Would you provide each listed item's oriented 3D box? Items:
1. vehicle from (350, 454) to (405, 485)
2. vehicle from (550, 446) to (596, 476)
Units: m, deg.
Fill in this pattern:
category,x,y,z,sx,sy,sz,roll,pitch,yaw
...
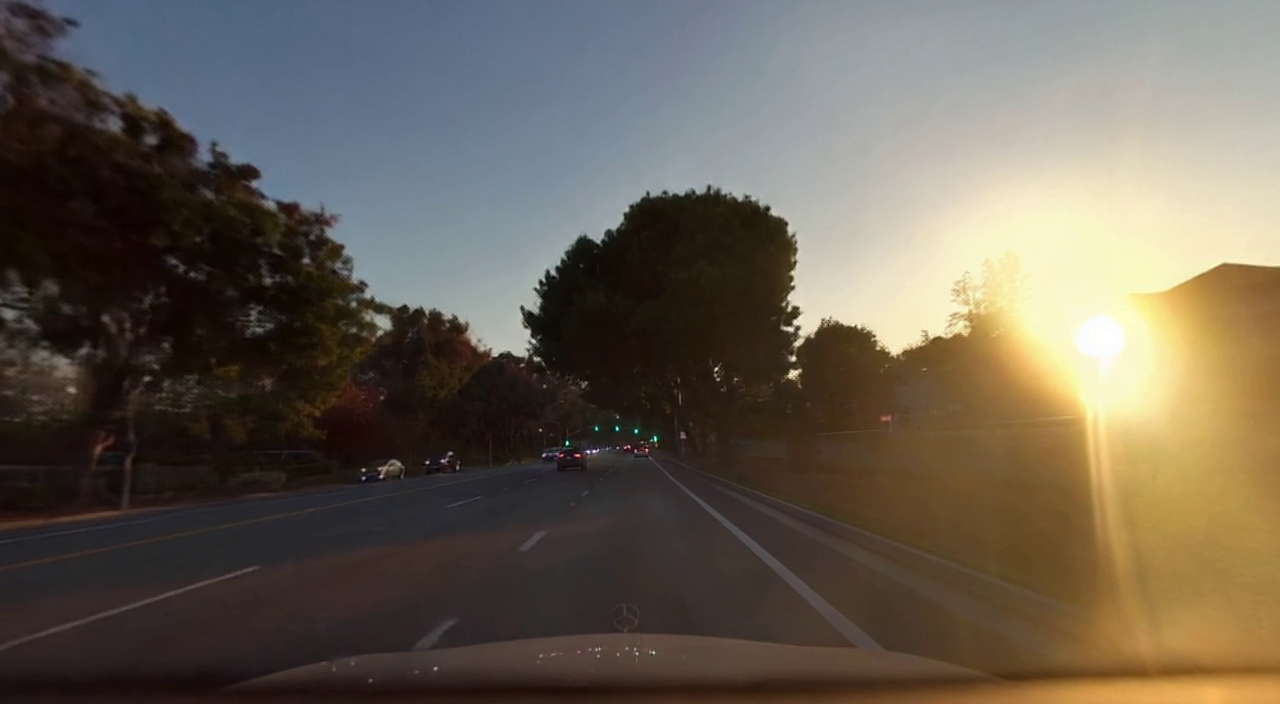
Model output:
category,x,y,z,sx,sy,sz,roll,pitch,yaw
vehicle,-17.530,7.825,42.372,1.948,1.602,4.544,-4,-7,-3
vehicle,-3.554,5.834,34.060,1.992,1.447,4.044,0,-8,0
